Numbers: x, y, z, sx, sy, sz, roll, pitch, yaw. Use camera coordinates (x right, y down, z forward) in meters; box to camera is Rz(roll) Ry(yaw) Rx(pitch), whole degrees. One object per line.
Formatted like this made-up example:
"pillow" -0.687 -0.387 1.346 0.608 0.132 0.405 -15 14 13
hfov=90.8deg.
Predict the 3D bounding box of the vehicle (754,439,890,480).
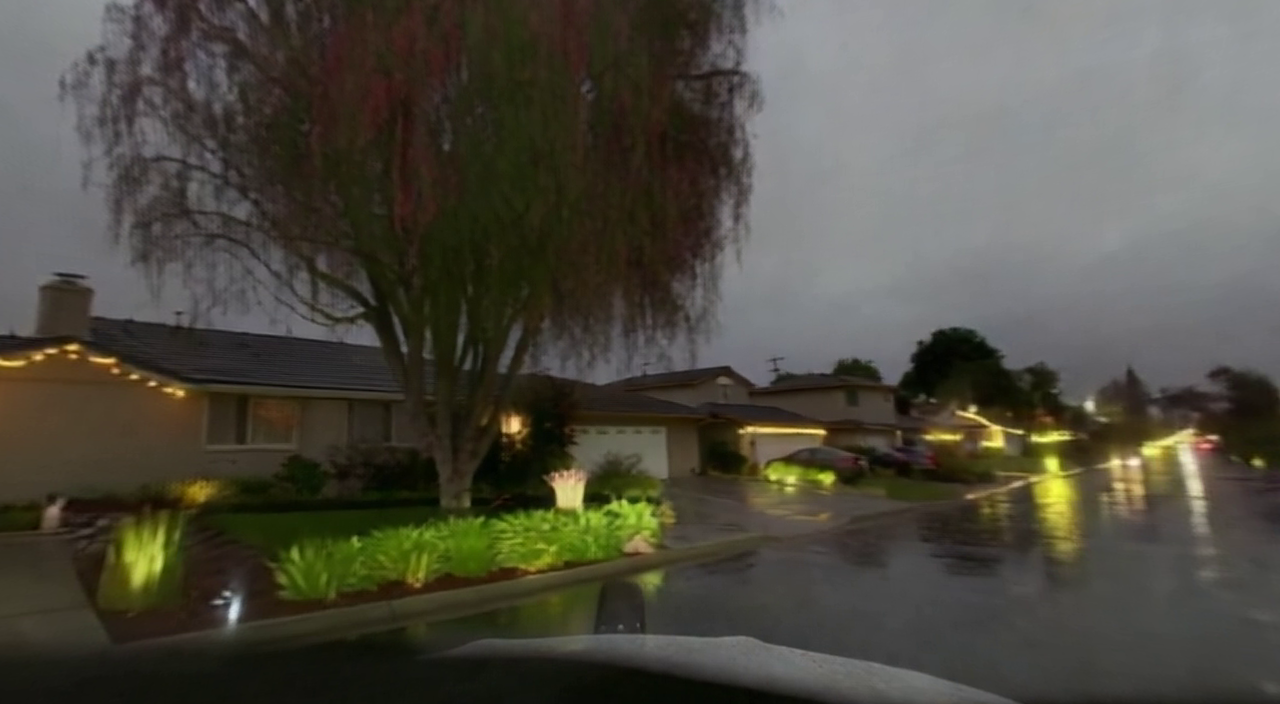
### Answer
"vehicle" 7.280 4.332 25.636 4.916 1.485 1.807 -7 -11 38
